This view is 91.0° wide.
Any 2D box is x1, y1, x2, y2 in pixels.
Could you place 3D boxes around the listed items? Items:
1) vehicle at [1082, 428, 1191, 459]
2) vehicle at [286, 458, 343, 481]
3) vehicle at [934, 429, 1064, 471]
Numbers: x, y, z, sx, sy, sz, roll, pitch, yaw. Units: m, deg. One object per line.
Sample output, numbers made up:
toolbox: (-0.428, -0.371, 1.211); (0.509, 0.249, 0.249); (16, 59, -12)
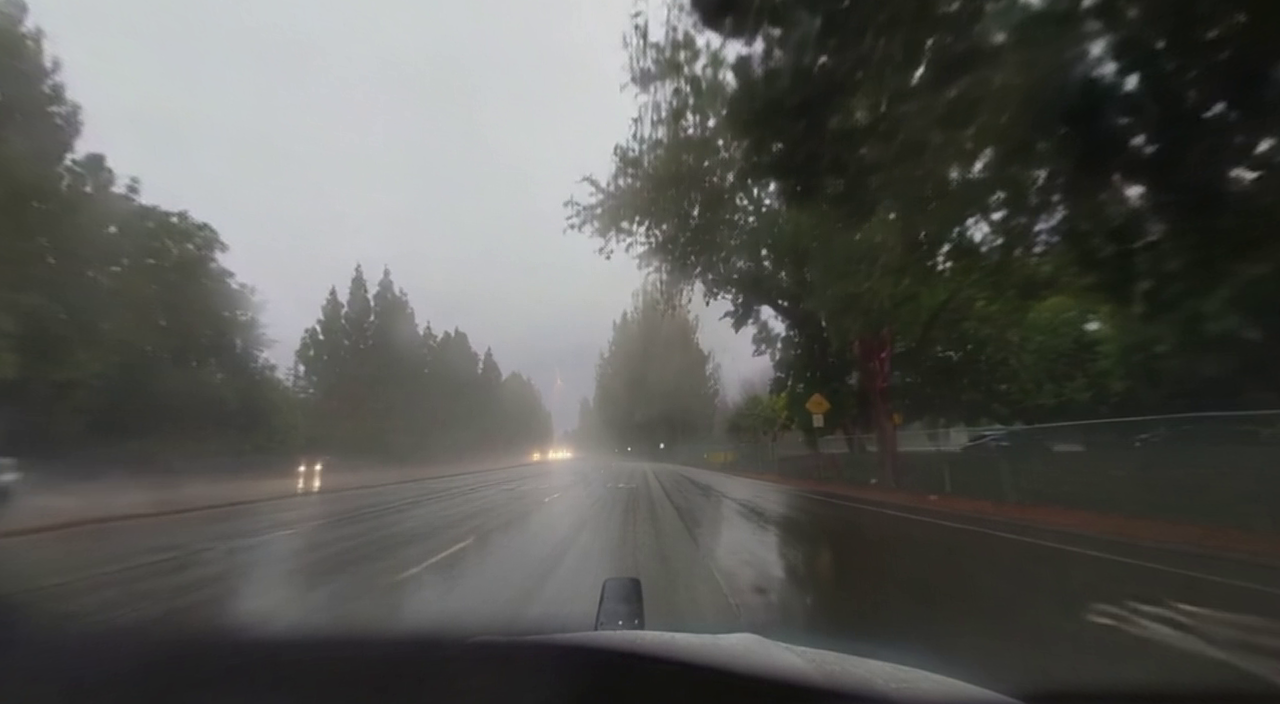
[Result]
vehicle: (28.735, 5.344, 36.638); (4.617, 1.682, 1.830); (-5, -10, 29)
vehicle: (-24.384, 8.798, 47.340); (1.914, 1.500, 4.462); (-1, -9, 0)
vehicle: (16.439, 4.505, 29.002); (4.740, 1.831, 2.002); (0, -9, 0)
